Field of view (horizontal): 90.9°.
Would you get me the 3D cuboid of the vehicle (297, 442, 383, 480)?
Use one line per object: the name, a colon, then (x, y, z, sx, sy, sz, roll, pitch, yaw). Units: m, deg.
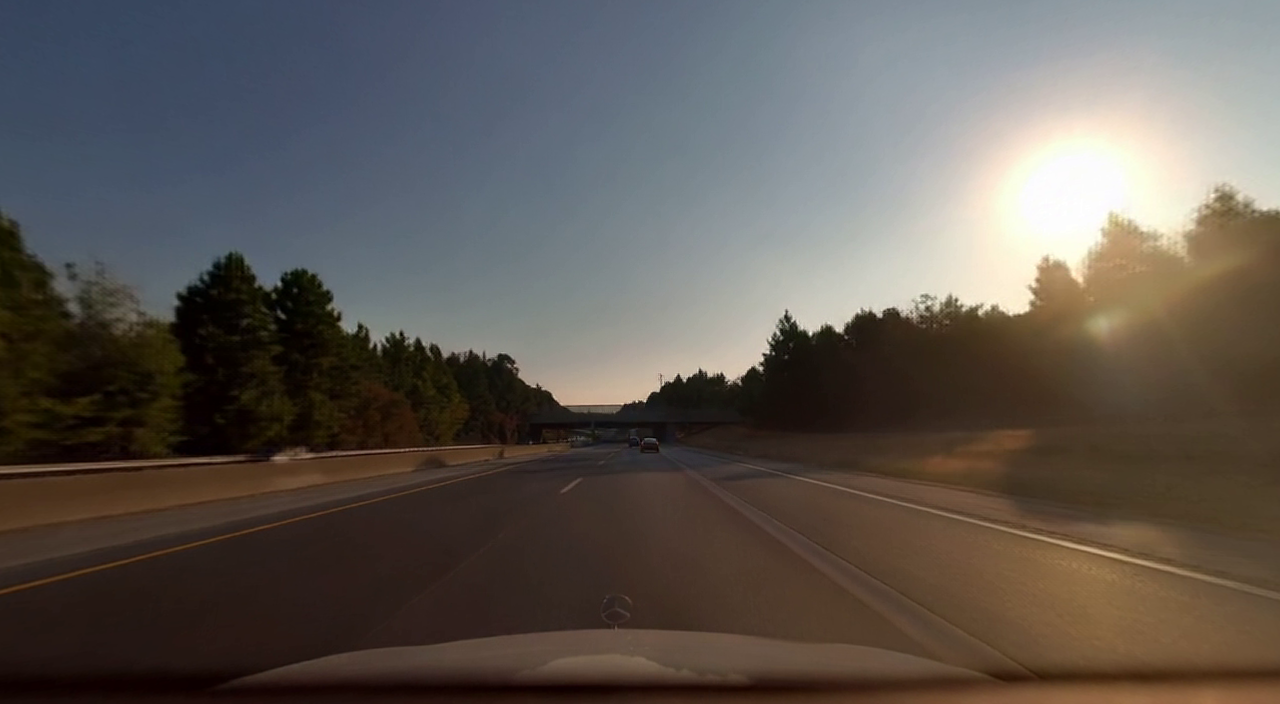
vehicle: (-12.104, 4.389, 25.699, 1.719, 1.370, 3.942, 0, -8, -3)
